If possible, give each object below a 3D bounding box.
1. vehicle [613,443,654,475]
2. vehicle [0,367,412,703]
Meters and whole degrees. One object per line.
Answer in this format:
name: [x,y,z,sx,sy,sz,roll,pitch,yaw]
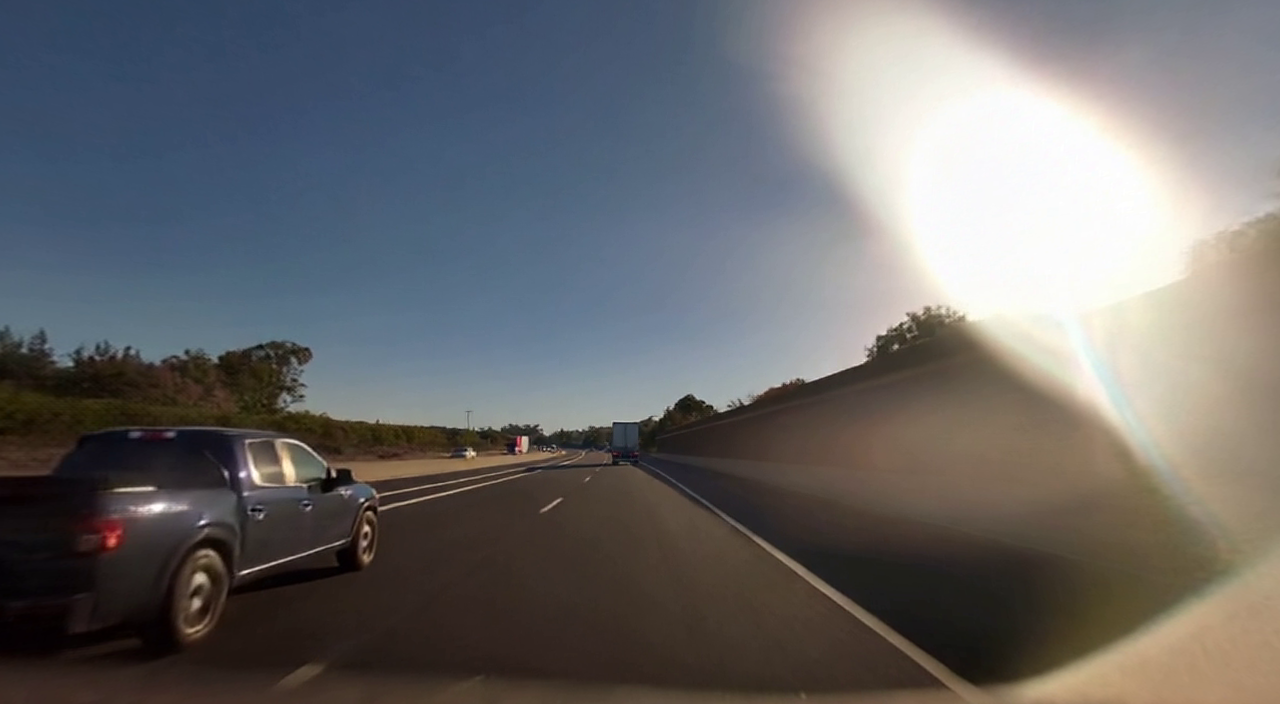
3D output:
vehicle: [-0.408,6.183,36.433,2.230,1.715,4.243,0,-9,-1]
vehicle: [-3.846,1.259,5.191,2.181,1.653,4.691,0,-9,-1]
